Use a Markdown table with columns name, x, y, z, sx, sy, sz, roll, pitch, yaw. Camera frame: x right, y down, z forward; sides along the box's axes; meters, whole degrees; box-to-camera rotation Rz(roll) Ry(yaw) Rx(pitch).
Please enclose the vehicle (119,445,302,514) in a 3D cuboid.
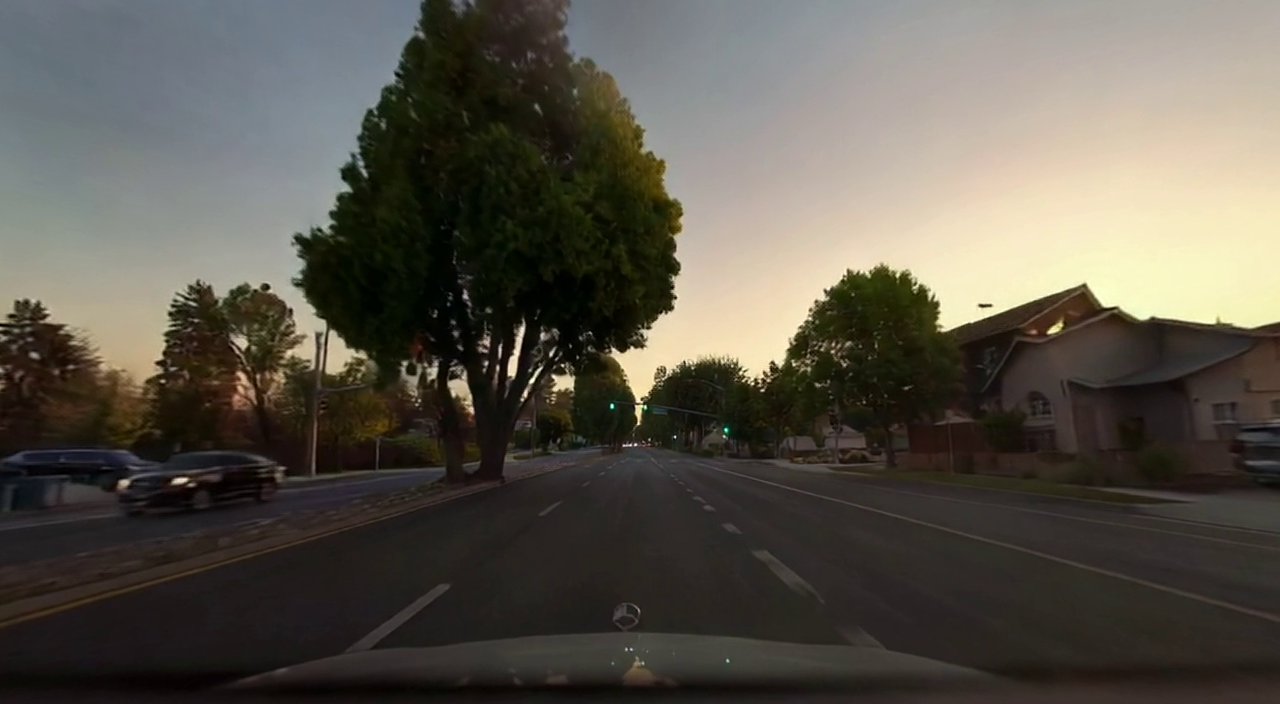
| name | x | y | z | sx | sy | sz | roll | pitch | yaw |
| --- | --- | --- | --- | --- | --- | --- | --- | --- | --- |
| vehicle | -12.049 | 3.556 | 18.205 | 2.033 | 1.693 | 4.551 | 0 | -9 | 0 |
